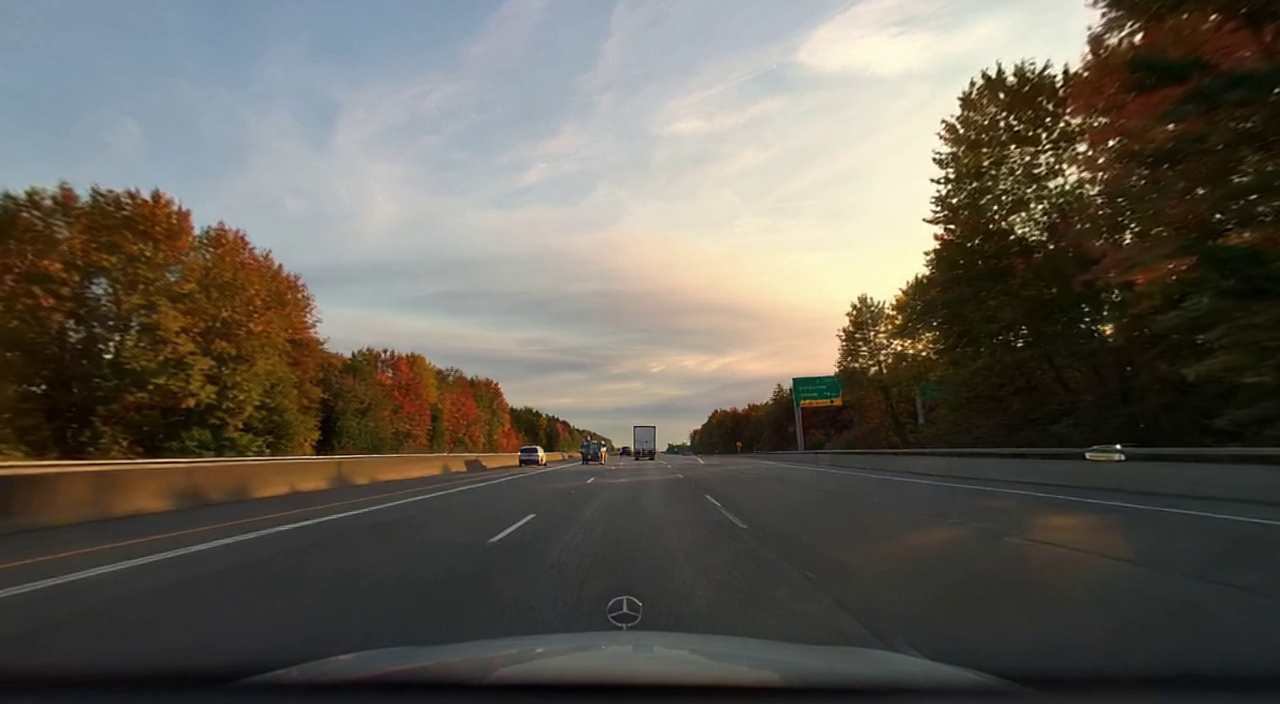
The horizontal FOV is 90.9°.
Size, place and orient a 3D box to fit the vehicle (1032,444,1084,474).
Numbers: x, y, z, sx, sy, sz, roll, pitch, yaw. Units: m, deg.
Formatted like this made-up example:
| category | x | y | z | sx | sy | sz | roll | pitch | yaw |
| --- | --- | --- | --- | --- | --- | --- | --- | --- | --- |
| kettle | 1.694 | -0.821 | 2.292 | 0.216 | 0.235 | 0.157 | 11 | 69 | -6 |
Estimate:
| category | x | y | z | sx | sy | sz | roll | pitch | yaw |
| --- | --- | --- | --- | --- | --- | --- | --- | --- | --- |
| vehicle | 29.955 | 7.634 | 45.313 | 2.085 | 2.025 | 4.992 | -3 | -9 | 23 |
